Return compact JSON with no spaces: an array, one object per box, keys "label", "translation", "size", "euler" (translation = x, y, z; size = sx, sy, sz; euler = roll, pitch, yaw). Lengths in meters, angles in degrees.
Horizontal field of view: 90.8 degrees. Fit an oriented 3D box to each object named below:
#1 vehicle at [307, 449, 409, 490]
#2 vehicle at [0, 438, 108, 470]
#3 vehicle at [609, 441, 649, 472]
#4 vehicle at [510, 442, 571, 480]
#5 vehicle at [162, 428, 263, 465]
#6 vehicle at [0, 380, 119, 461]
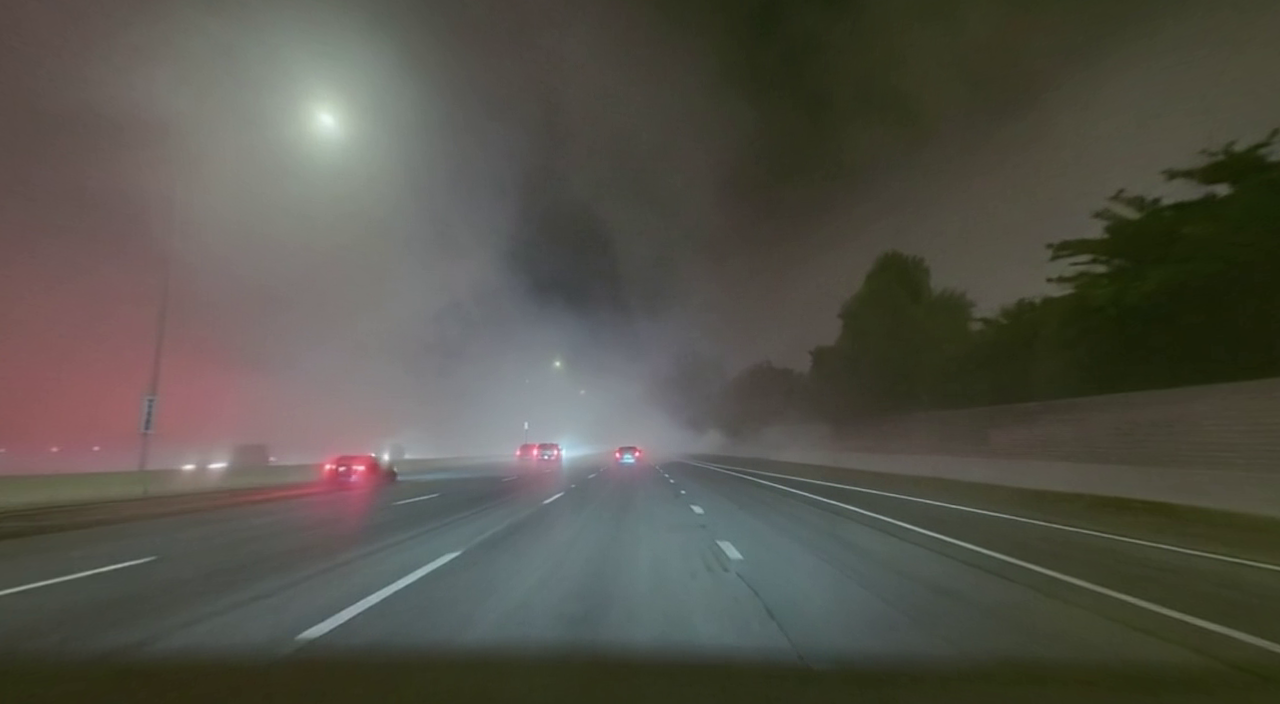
[{"label":"vehicle","translation":[-11.381,4.760,25.946],"size":[1.946,1.473,4.763],"euler":[0,-8,1]},{"label":"vehicle","translation":[-28.993,4.973,30.991],"size":[1.846,1.427,4.505],"euler":[0,-8,1]},{"label":"vehicle","translation":[-0.650,6.013,36.530],"size":[2.201,1.672,4.128],"euler":[0,-8,-1]},{"label":"vehicle","translation":[-4.694,5.209,30.410],"size":[2.204,1.677,4.438],"euler":[0,-8,0]},{"label":"vehicle","translation":[-17.920,3.994,26.702],"size":[1.774,1.453,3.552],"euler":[0,-8,-1]},{"label":"vehicle","translation":[-32.944,3.142,29.546],"size":[2.883,3.957,16.802],"euler":[0,-9,0]}]
